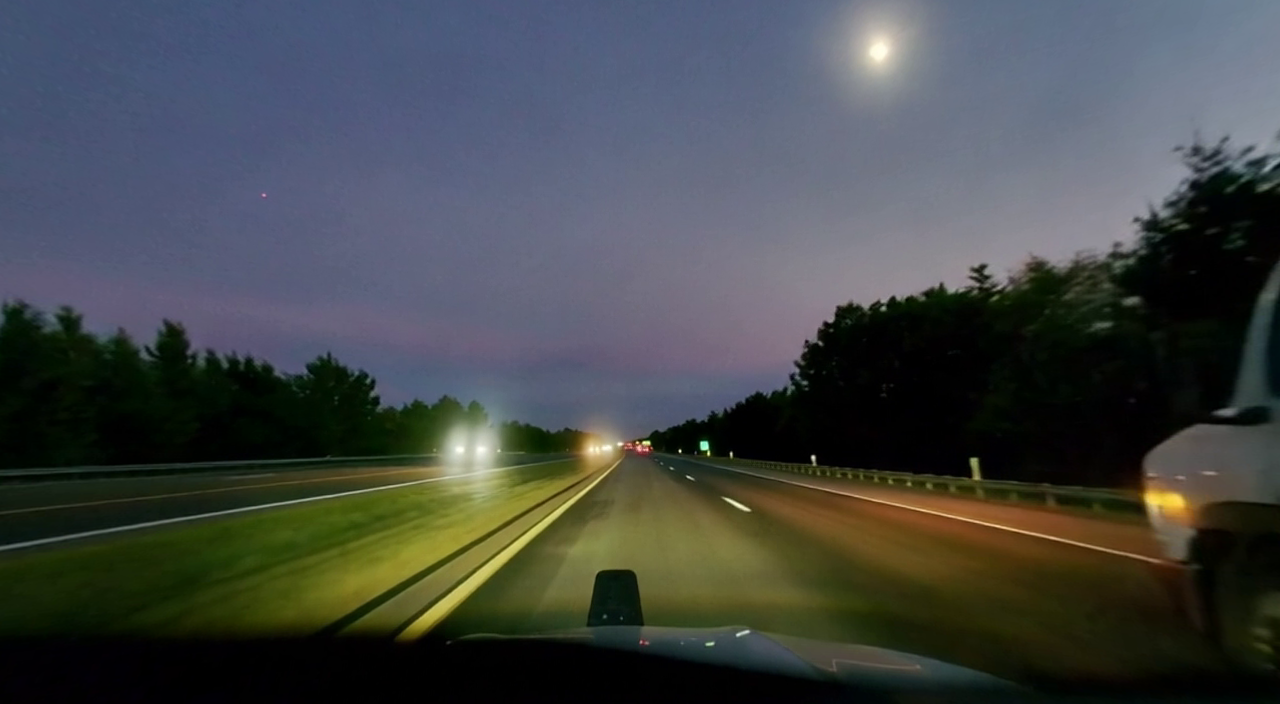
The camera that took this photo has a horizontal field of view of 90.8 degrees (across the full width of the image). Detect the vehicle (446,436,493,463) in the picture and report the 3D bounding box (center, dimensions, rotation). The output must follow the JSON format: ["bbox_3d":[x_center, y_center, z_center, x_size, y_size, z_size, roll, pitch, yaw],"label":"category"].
[{"bbox_3d":[-12.676,7.291,47.282,2.133,1.882,5.138,0,-9,-1],"label":"vehicle"}]
